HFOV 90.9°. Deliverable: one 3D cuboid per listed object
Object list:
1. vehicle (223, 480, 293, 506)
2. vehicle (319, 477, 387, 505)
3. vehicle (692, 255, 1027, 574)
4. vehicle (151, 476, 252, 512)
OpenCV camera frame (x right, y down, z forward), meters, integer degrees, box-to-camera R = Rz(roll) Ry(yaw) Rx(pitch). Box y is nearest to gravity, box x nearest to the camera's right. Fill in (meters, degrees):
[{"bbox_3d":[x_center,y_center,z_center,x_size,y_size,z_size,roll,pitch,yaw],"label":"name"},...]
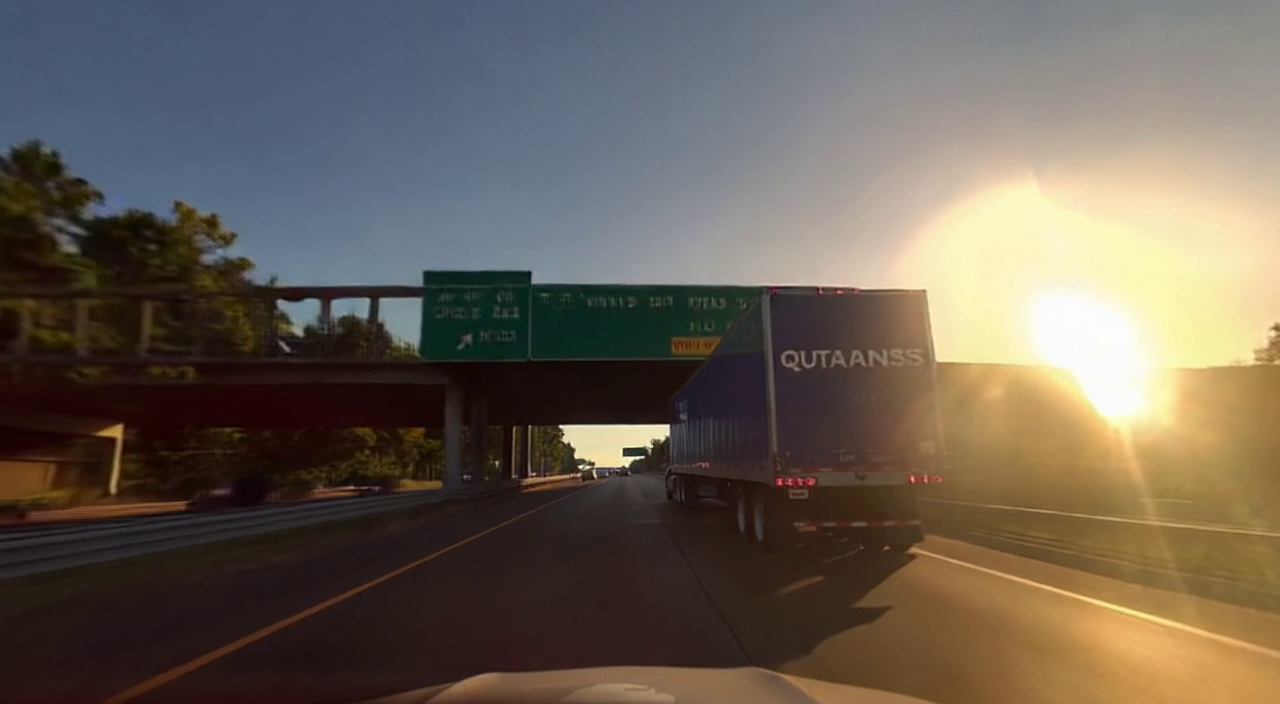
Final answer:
[{"bbox_3d":[-21.840,8.057,36.162,1.758,1.359,3.467,0,-11,2],"label":"vehicle"},{"bbox_3d":[-17.286,8.382,38.211,1.885,1.474,4.731,0,-11,0],"label":"vehicle"},{"bbox_3d":[3.152,1.694,13.272,2.871,4.032,10.642,1,-11,-2],"label":"vehicle"},{"bbox_3d":[-21.733,7.020,31.462,1.795,1.576,4.451,0,-11,0],"label":"vehicle"}]
